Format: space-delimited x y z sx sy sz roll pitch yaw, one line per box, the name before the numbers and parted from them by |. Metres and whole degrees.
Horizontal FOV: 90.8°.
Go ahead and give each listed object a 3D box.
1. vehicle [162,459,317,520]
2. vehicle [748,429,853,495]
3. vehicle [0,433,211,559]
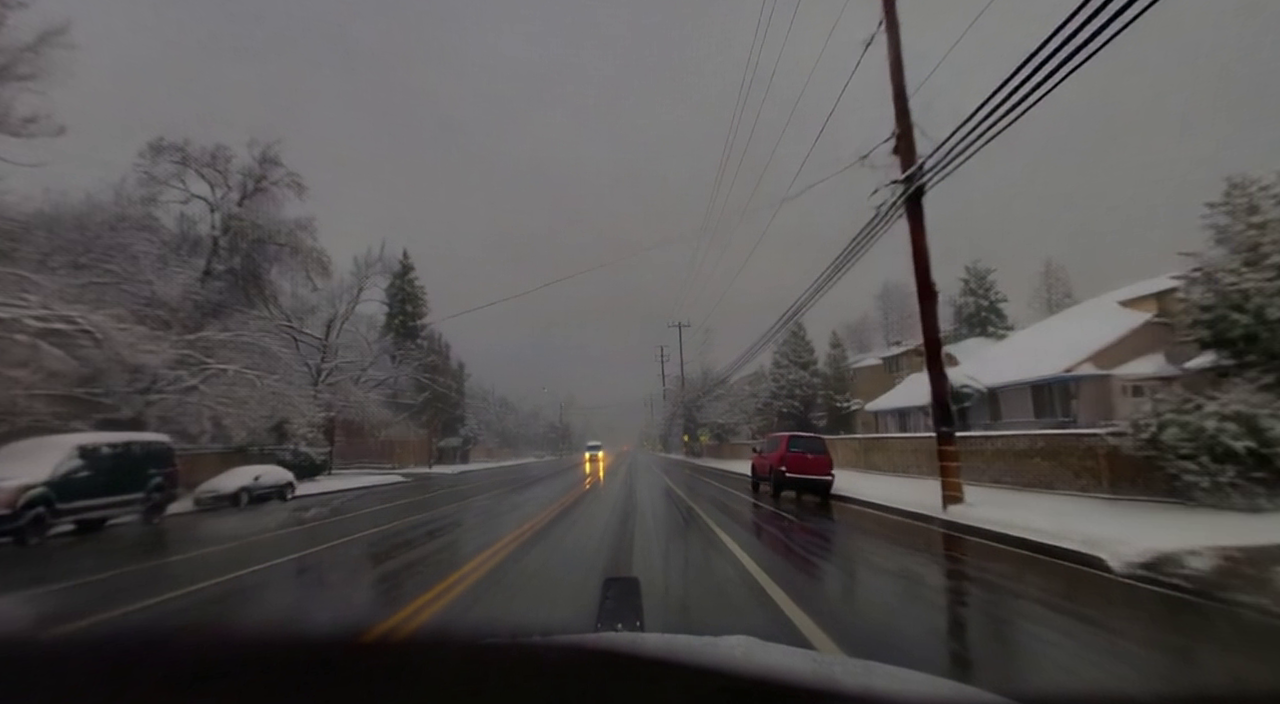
vehicle | -13.256 4.534 21.378 2.106 1.606 4.804 -2 -8 0
vehicle | 5.368 3.766 22.038 2.238 1.995 5.491 0 -9 0
vehicle | -12.936 3.050 14.389 2.331 2.265 5.888 -2 -7 -1
